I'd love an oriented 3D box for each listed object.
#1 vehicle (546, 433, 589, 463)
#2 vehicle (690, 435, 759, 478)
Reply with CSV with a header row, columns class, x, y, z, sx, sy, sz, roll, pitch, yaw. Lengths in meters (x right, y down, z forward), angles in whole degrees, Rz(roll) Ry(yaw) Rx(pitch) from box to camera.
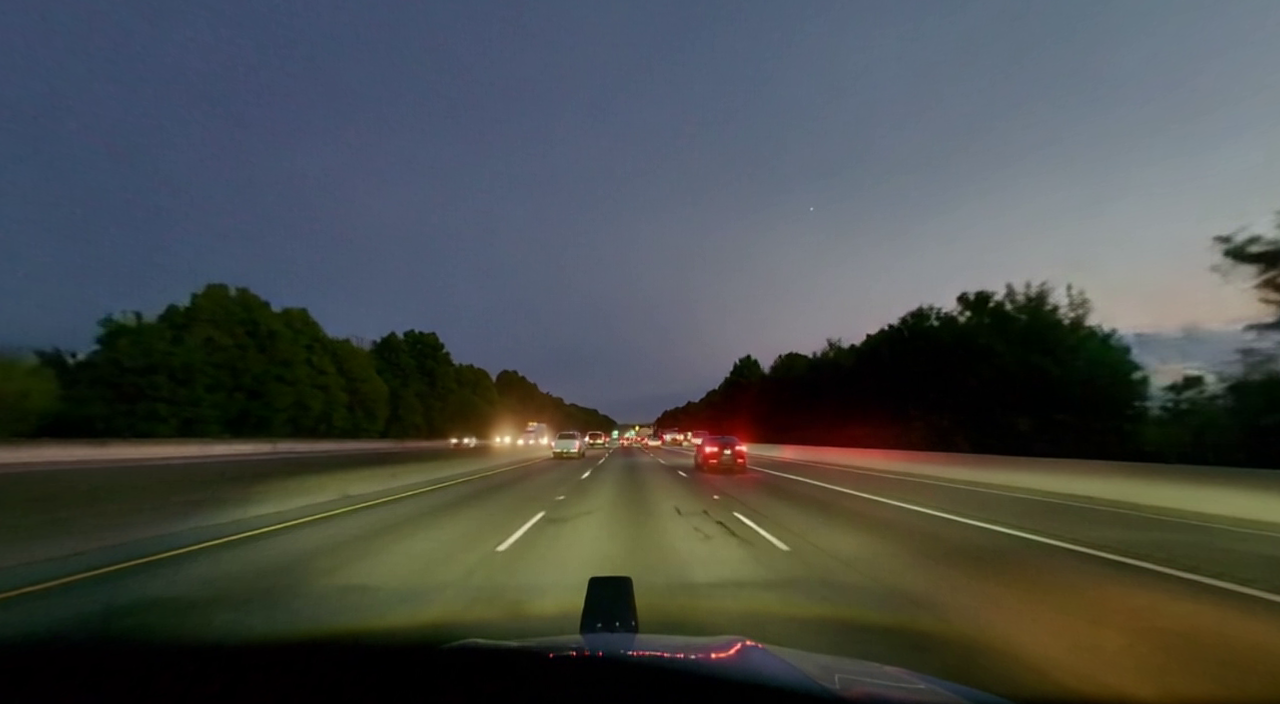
class,x,y,z,sx,sy,sz,roll,pitch,yaw
vehicle,-4.184,5.583,37.068,2.011,1.614,4.808,0,-8,-1
vehicle,3.131,3.936,24.166,1.990,1.480,3.865,0,-8,-2
